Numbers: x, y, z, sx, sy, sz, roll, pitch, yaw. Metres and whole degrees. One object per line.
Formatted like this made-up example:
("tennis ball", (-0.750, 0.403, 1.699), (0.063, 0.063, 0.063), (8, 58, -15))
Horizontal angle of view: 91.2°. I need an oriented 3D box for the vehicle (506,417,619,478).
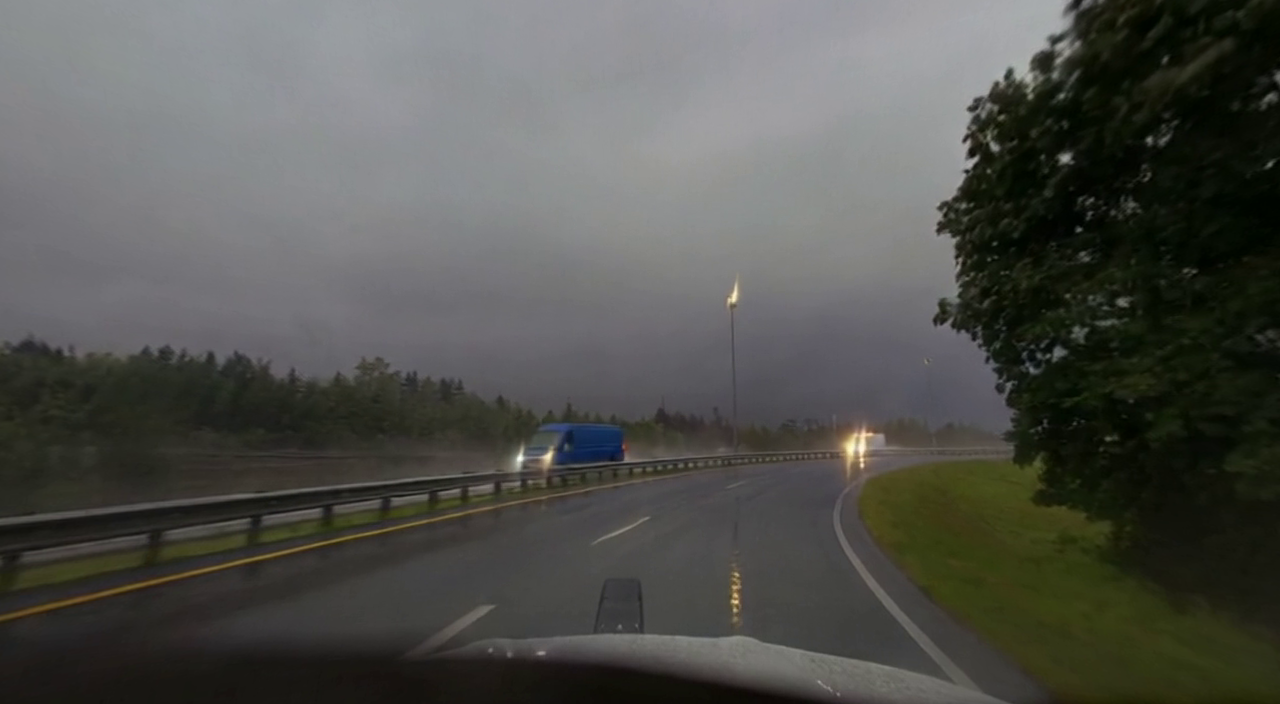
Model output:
("vehicle", (-3.733, 4.897, 32.240), (2.447, 2.725, 6.755), (-4, -9, 26))
